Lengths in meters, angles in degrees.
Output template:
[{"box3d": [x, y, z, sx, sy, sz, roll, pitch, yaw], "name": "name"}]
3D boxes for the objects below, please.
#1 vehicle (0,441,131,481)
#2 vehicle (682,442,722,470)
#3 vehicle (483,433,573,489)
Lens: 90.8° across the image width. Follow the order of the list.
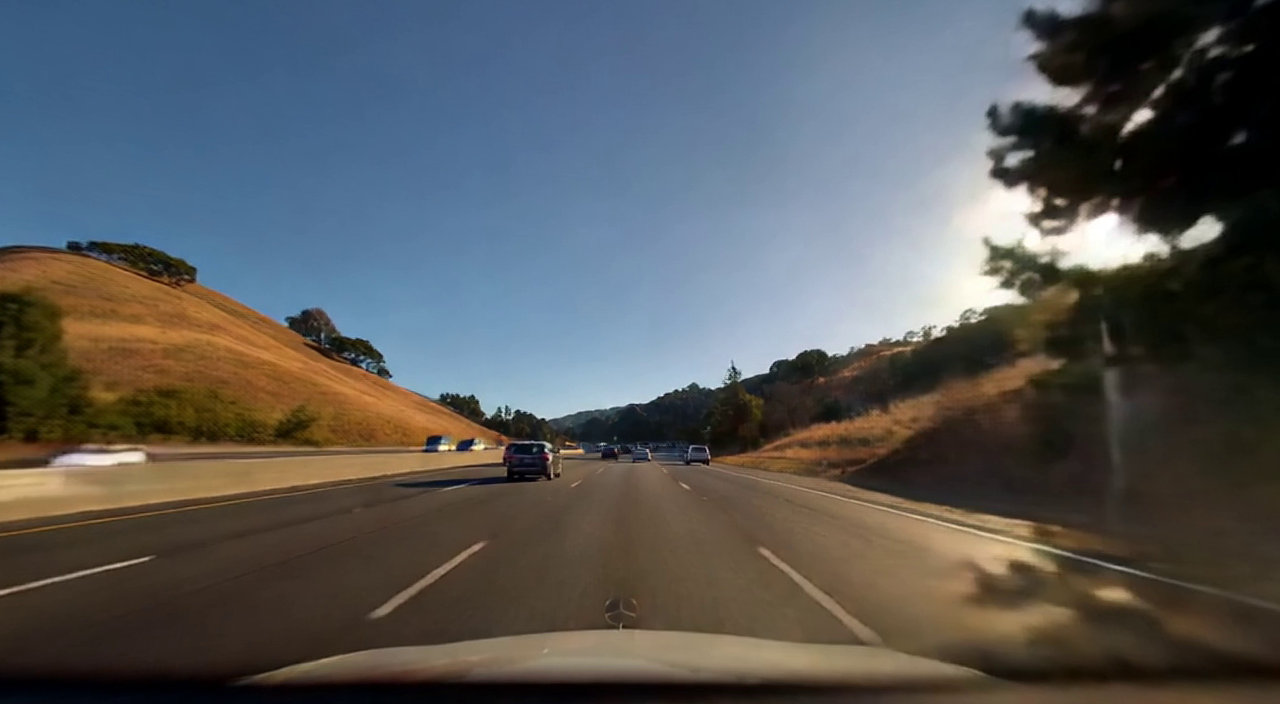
[{"box3d": [-25.372, 4.752, 27.850, 2.010, 1.580, 4.522, 0, -8, 1], "name": "vehicle"}, {"box3d": [4.172, 7.073, 43.151, 2.164, 1.788, 4.500, 0, -8, -1], "name": "vehicle"}, {"box3d": [-3.674, 3.676, 21.703, 2.166, 1.700, 4.661, 0, -9, 1], "name": "vehicle"}]
